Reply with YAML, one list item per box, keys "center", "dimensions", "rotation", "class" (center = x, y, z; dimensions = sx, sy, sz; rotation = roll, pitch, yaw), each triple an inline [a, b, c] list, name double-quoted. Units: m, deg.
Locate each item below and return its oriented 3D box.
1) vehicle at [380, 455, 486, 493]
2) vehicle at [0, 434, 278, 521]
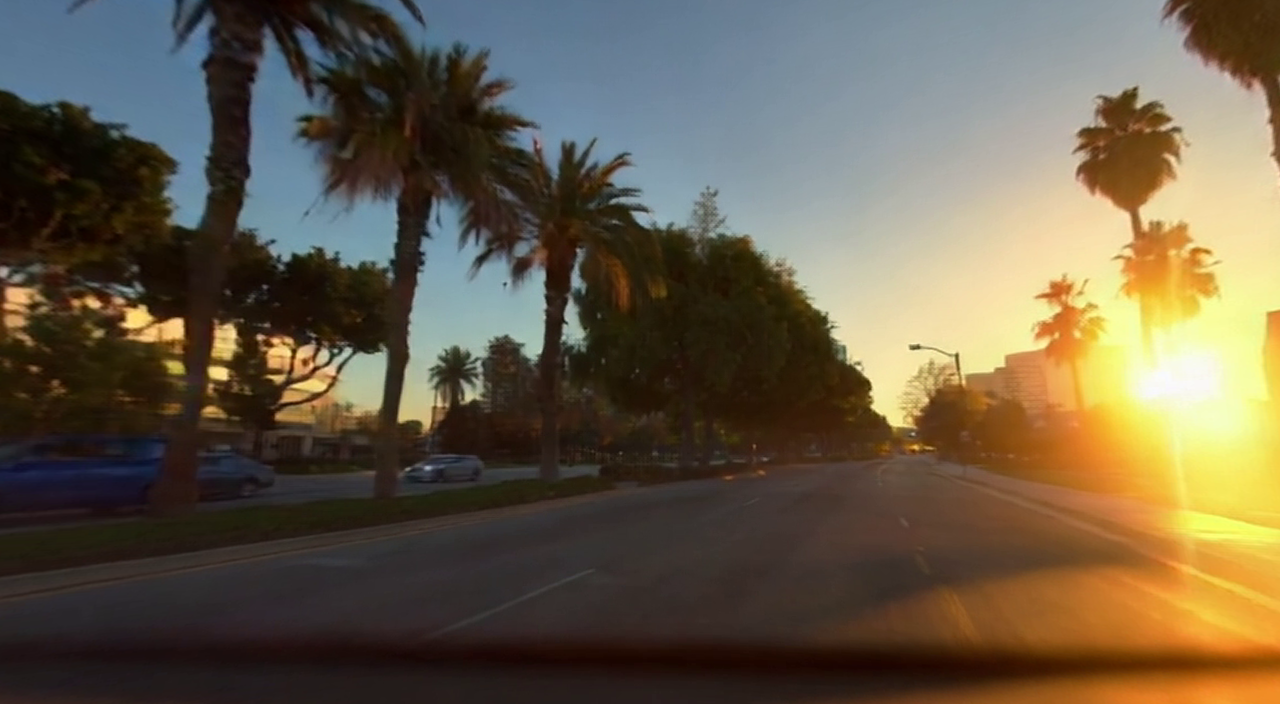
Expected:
- center: [-9.172, 5.414, 28.360]
  dimensions: [1.915, 1.490, 4.763]
  rotation: [-3, -9, 21]
  class: "vehicle"
- center: [-13.271, 3.233, 16.960]
  dimensions: [2.273, 1.890, 5.841]
  rotation: [-3, -9, 19]
  class: "vehicle"
